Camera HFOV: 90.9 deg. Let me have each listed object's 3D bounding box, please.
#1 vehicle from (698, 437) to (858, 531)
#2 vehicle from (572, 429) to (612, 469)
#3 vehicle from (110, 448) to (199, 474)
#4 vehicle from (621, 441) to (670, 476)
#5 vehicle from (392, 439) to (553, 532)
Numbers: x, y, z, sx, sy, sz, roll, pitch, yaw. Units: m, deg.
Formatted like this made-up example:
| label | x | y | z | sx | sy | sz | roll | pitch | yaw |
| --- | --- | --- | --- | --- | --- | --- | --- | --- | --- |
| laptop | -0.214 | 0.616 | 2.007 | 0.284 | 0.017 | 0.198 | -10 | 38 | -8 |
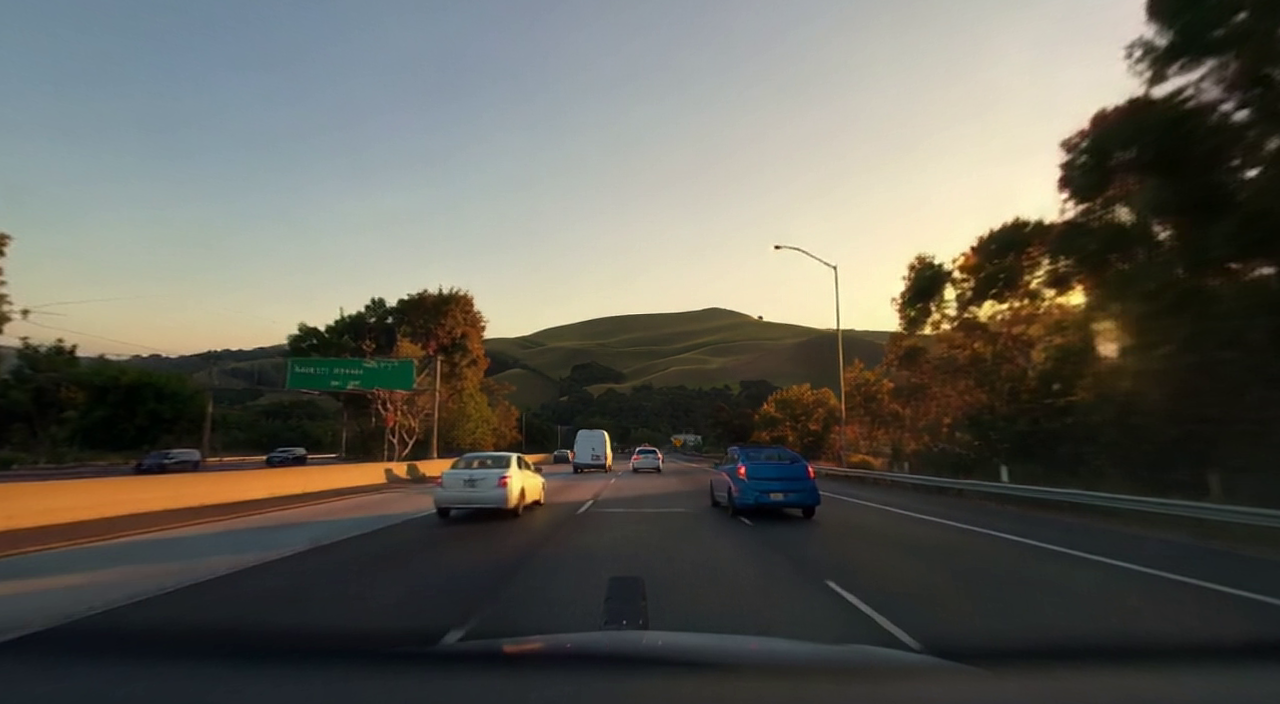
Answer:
| label | x | y | z | sx | sy | sz | roll | pitch | yaw |
| --- | --- | --- | --- | --- | --- | --- | --- | --- | --- |
| vehicle | 2.455 | 2.478 | 12.518 | 2.050 | 1.491 | 4.362 | 0 | -8 | -2 |
| vehicle | -3.309 | 6.862 | 44.733 | 2.396 | 2.664 | 5.735 | 0 | -9 | 0 |
| vehicle | -34.271 | 7.676 | 44.752 | 1.974 | 1.677 | 5.416 | 0 | -9 | 0 |
| vehicle | 0.201 | 5.527 | 32.966 | 2.270 | 1.660 | 4.101 | 0 | -8 | -4 |
| vehicle | -3.072 | 2.533 | 12.622 | 1.990 | 1.501 | 4.250 | 0 | -8 | 1 |
